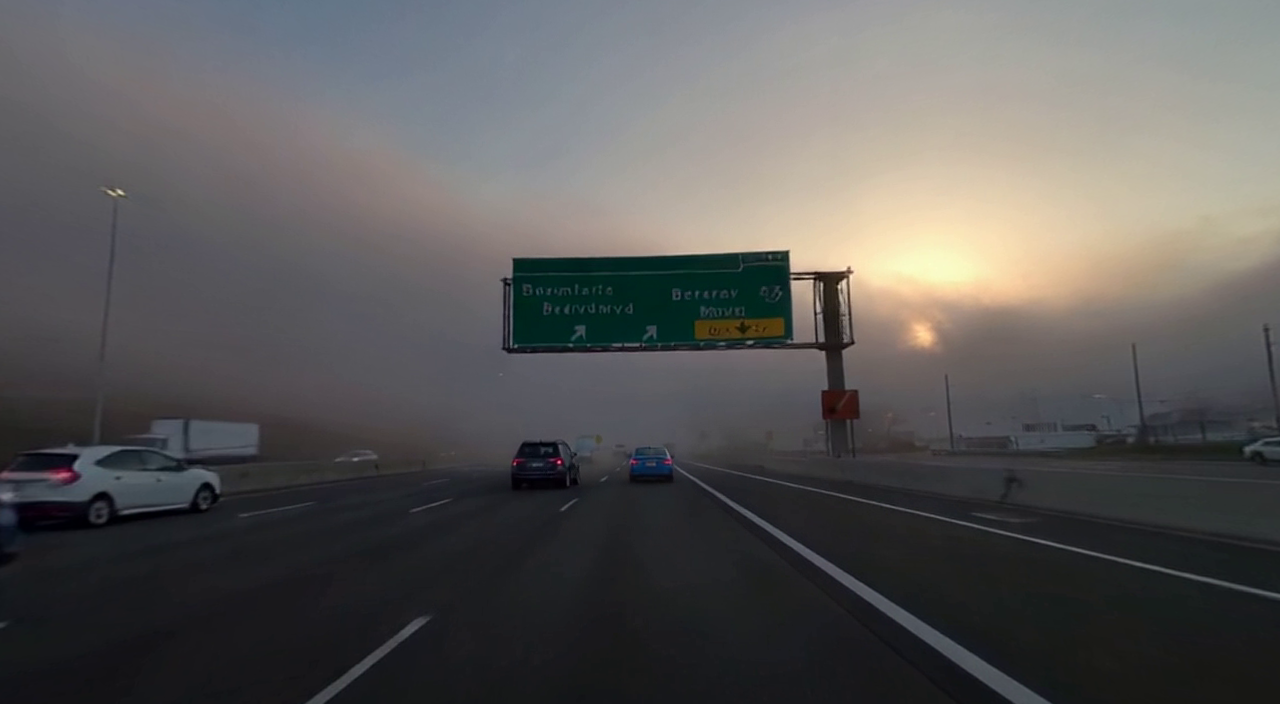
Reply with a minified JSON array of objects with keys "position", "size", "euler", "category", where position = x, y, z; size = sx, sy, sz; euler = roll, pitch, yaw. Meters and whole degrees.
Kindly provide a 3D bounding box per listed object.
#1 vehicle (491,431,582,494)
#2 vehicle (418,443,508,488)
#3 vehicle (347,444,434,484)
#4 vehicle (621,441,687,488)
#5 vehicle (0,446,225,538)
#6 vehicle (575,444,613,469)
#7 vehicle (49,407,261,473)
[{"position":[-3.084,3.396,19.734],"size":[2.007,1.730,4.412],"euler":[0,-8,1],"category":"vehicle"},{"position":[-6.329,4.094,23.133],"size":[1.933,1.439,4.441],"euler":[0,-8,1],"category":"vehicle"},{"position":[-10.137,4.541,25.977],"size":[1.861,1.495,4.007],"euler":[0,-8,1],"category":"vehicle"},{"position":[0.465,3.875,22.142],"size":[2.090,1.474,3.970],"euler":[0,-8,1],"category":"vehicle"},{"position":[-10.030,2.474,11.821],"size":[1.774,1.408,3.917],"euler":[0,-8,1],"category":"vehicle"},{"position":[-2.916,6.771,40.992],"size":[2.048,1.497,4.466],"euler":[0,-8,2],"category":"vehicle"},{"position":[-26.721,5.075,35.996],"size":[2.965,3.126,11.235],"euler":[0,-8,1],"category":"vehicle"}]
